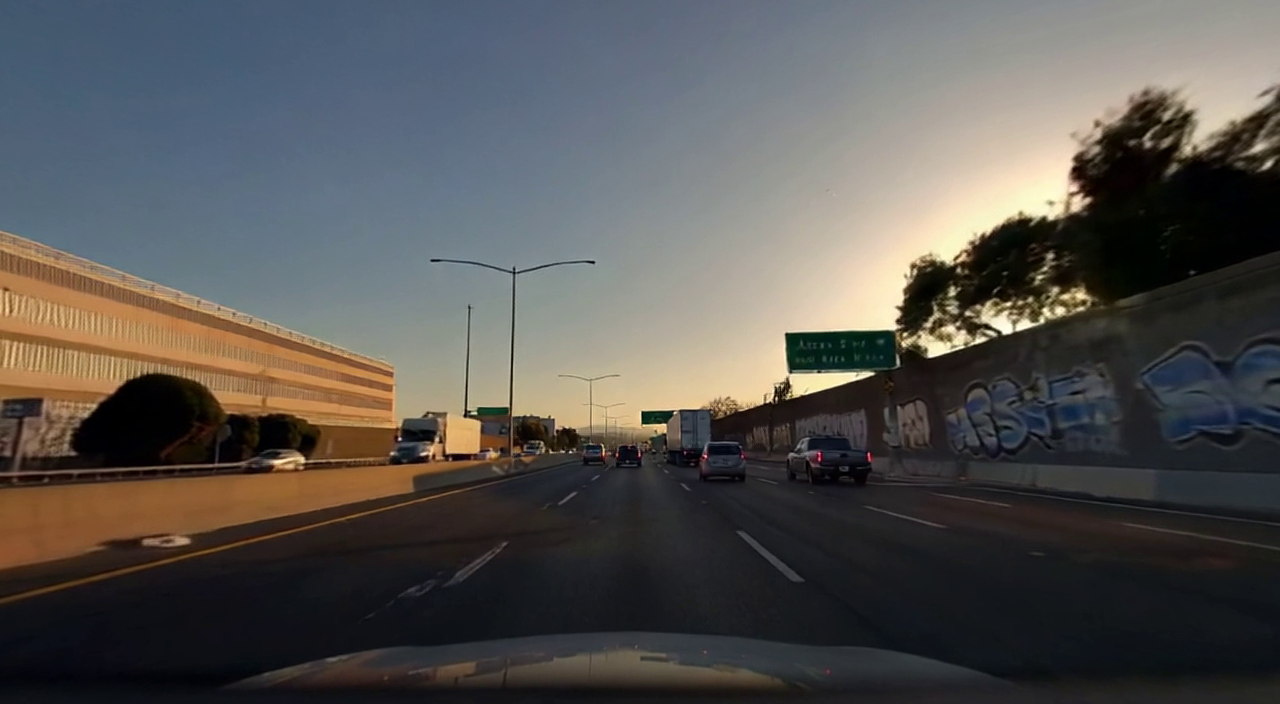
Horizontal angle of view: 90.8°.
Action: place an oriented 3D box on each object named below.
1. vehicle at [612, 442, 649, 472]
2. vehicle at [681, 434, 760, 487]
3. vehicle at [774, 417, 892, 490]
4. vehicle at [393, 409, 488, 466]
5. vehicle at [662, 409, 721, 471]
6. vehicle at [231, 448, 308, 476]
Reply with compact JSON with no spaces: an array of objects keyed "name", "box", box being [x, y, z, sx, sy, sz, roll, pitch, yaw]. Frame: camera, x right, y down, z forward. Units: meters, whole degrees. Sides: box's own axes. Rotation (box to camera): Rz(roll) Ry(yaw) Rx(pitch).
[{"name":"vehicle","box":[-0.586,6.189,37.338,2.073,1.640,3.990,0,-9,-1]},{"name":"vehicle","box":[3.000,4.203,24.824,2.249,1.843,5.176,0,-9,-2]},{"name":"vehicle","box":[7.040,3.834,24.067,2.322,2.360,6.433,0,-9,-1]},{"name":"vehicle","box":[-14.156,6.396,46.383,3.011,3.586,12.393,0,-9,0]},{"name":"vehicle","box":[3.348,6.239,44.455,2.976,3.806,10.591,0,-9,-2]},{"name":"vehicle","box":[-20.684,6.138,35.467,1.812,1.467,4.068,0,-9,0]}]
